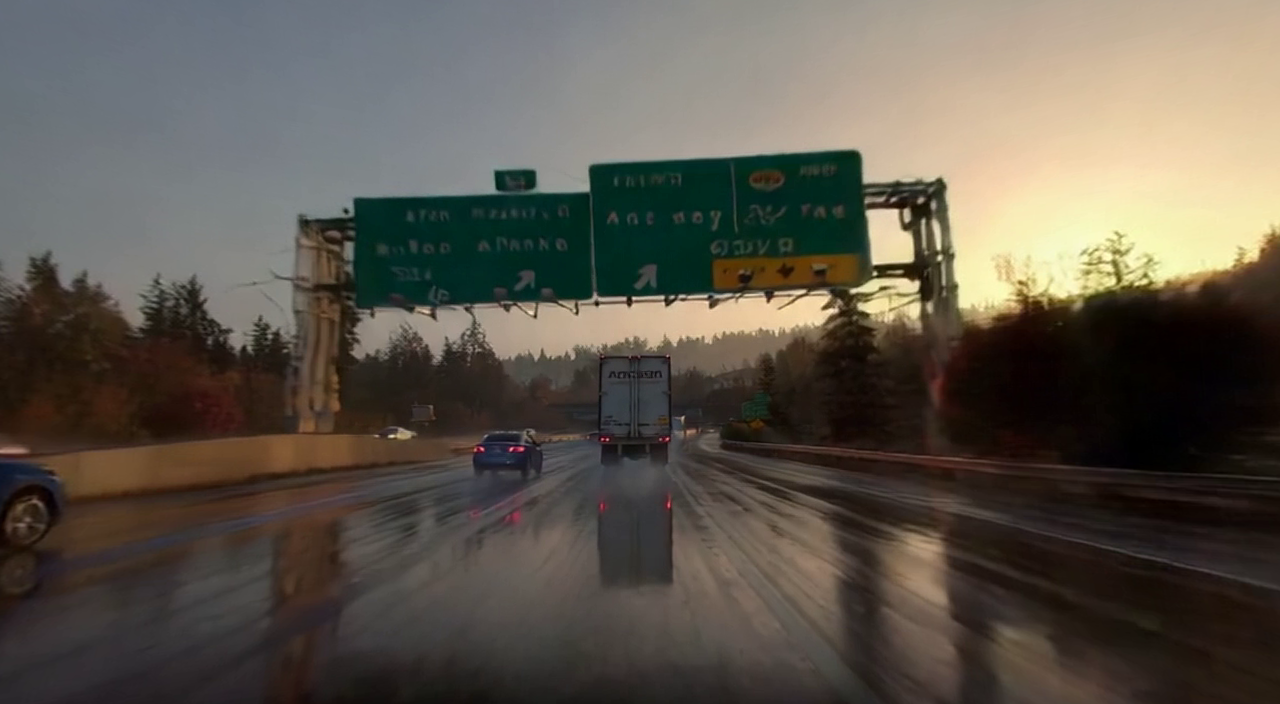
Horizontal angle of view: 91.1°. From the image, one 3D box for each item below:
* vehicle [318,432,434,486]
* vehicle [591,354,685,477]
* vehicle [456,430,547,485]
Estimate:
[{"bbox_3d":[-8.121,3.283,19.792,1.943,1.500,4.011,0,-8,-1],"label":"vehicle"},{"bbox_3d":[-0.228,2.810,26.415,3.118,4.106,10.719,0,-8,-2],"label":"vehicle"},{"bbox_3d":[-4.110,3.176,19.321,1.933,1.492,3.838,0,-8,0],"label":"vehicle"}]
